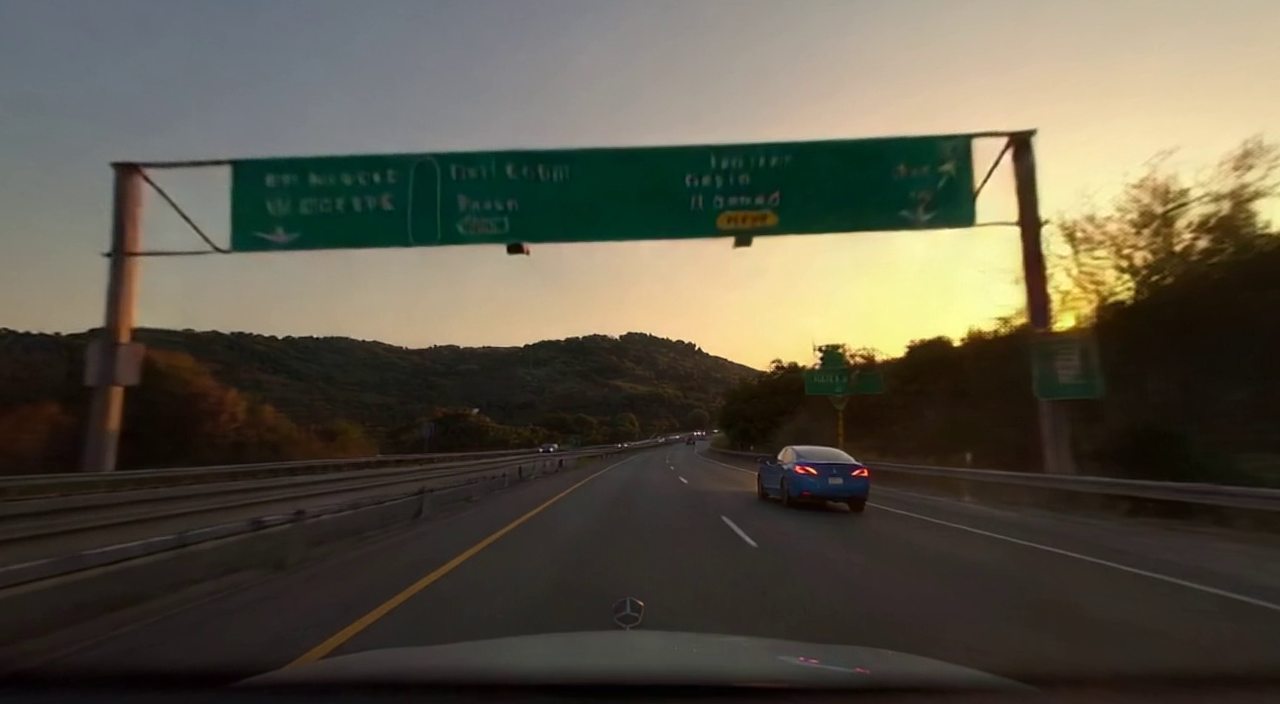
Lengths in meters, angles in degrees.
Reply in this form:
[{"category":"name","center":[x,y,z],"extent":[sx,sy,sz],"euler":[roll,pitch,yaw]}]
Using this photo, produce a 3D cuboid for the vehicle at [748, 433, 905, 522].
[{"category":"vehicle","center":[3.590,2.482,13.012],"extent":[1.997,1.515,4.025],"euler":[0,-8,0]}]
